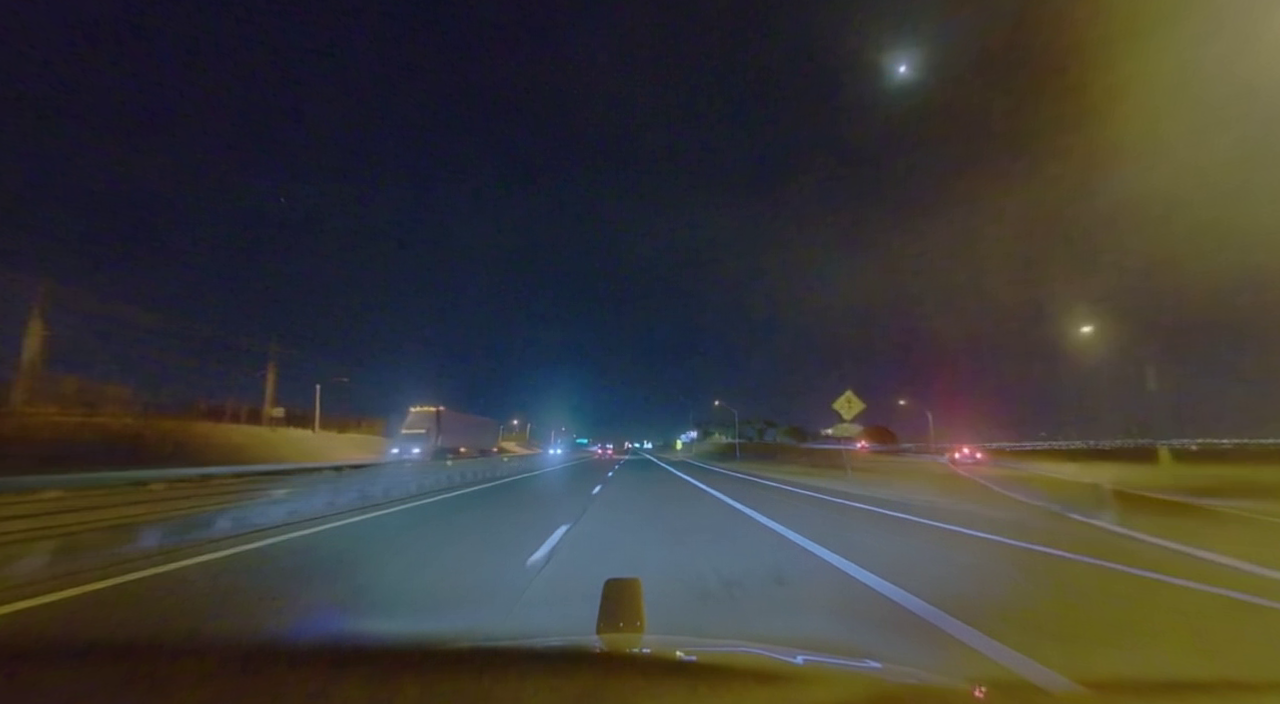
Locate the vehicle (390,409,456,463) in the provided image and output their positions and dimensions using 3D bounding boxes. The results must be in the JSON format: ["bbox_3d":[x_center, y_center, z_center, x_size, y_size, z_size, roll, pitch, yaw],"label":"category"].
[{"bbox_3d":[-16.587,6.533,48.688,2.986,3.924,5.914,0,-9,-1],"label":"vehicle"}]
